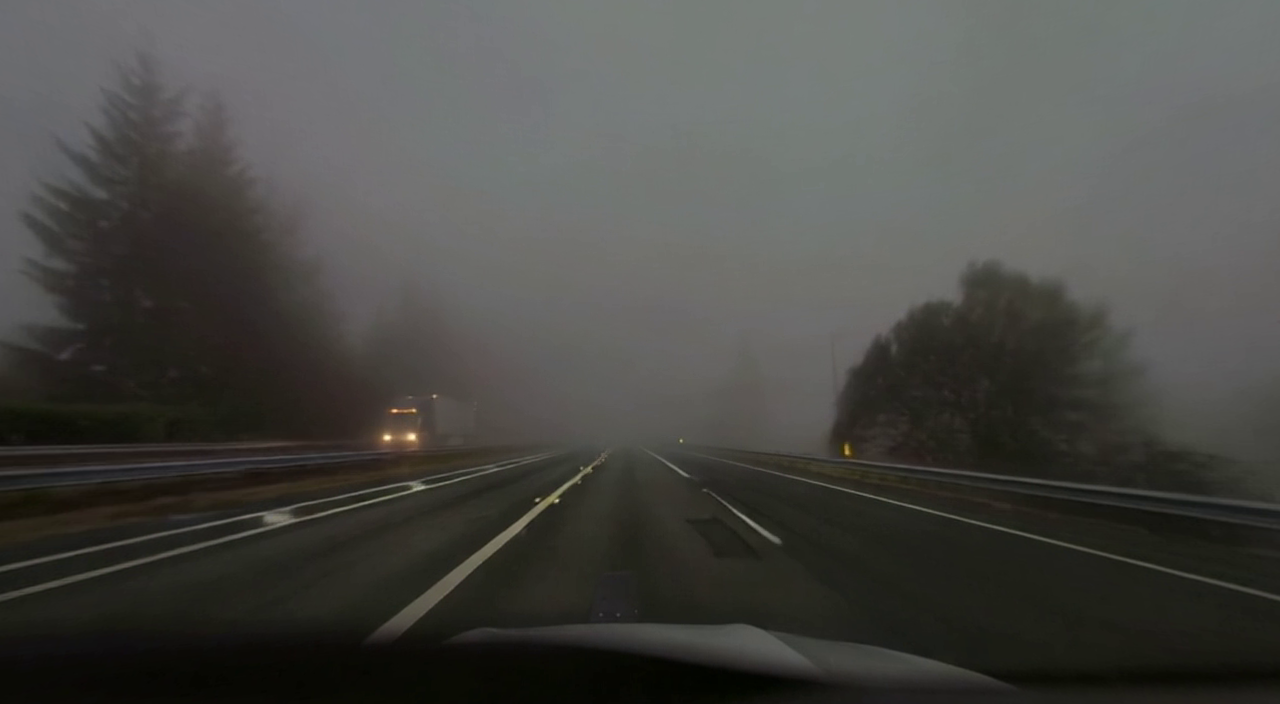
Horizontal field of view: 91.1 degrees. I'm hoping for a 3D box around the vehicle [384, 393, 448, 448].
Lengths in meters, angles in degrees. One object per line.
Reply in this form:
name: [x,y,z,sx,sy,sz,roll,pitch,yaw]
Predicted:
vehicle: [-17.215,5.379,48.774,2.945,3.994,5.608,1,-7,-2]
